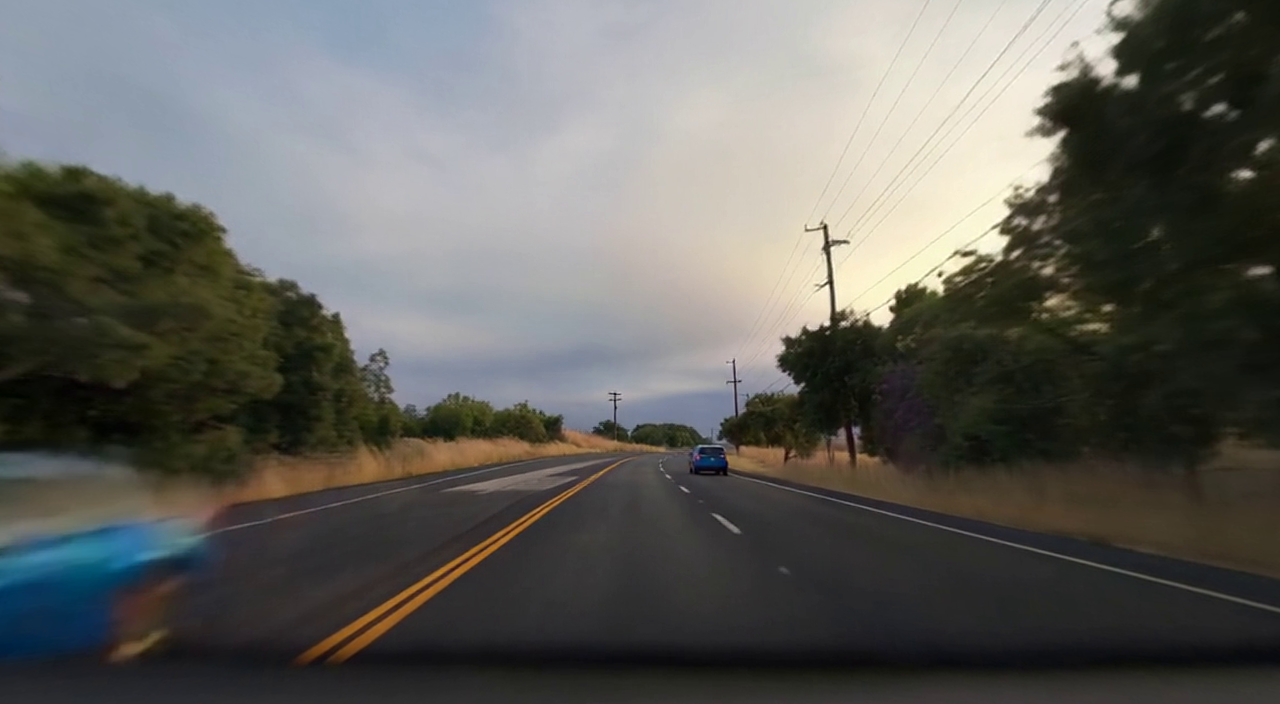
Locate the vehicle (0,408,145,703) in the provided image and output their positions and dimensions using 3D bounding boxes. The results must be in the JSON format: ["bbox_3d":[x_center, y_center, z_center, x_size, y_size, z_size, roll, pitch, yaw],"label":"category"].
[{"bbox_3d":[-4.283,0.848,1.880,2.022,1.506,4.438,0,-9,0],"label":"vehicle"}]

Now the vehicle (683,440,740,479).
[{"bbox_3d":[3.289,5.021,29.749,2.135,1.692,4.185,0,-9,-1],"label":"vehicle"}]
